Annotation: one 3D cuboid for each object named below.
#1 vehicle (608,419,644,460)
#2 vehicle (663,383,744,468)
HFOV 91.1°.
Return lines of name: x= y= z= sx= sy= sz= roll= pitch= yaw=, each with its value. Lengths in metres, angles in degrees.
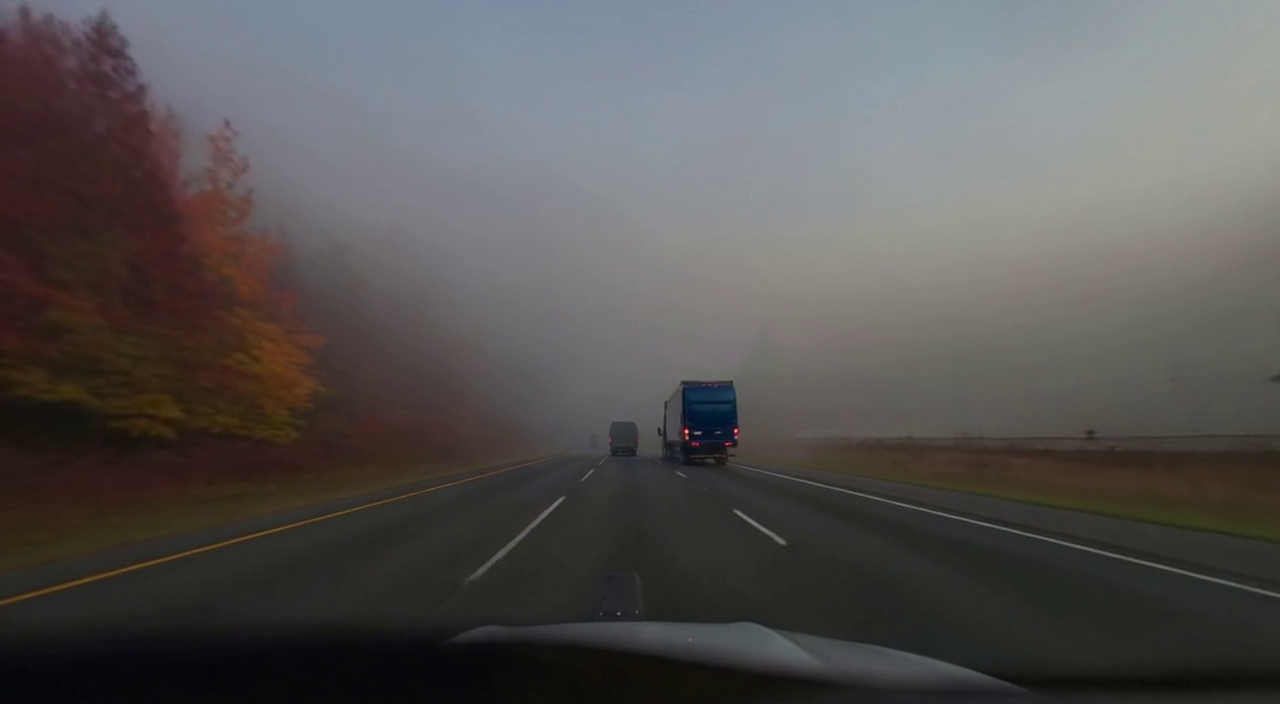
vehicle: x=-0.970 y=6.080 z=43.799 sx=2.389 sy=2.637 sz=5.437 roll=0 pitch=-8 yaw=-1
vehicle: x=3.290 y=4.425 z=37.029 sx=3.128 sy=4.087 sz=13.351 roll=0 pitch=-8 yaw=-1
